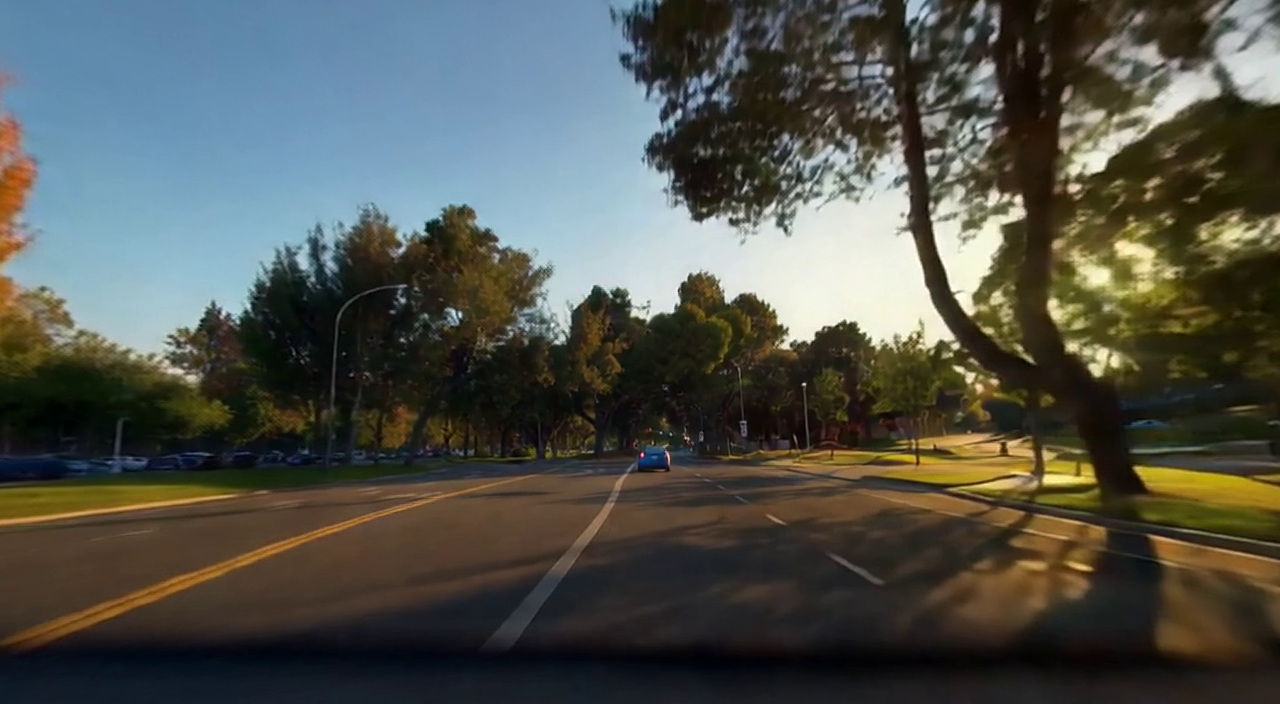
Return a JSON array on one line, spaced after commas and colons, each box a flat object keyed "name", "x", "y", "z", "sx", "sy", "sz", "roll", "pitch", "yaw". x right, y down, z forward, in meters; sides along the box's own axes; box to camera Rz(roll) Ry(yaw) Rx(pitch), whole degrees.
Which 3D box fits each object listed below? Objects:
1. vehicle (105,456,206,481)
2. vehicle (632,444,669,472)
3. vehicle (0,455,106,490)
[{"name": "vehicle", "x": -30.011, "y": 7.213, "z": 39.155, "sx": 4.617, "sy": 1.450, "sz": 1.968, "roll": -1, "pitch": -8, "yaw": 1}, {"name": "vehicle", "x": 0.573, "y": 6.079, "z": 36.452, "sx": 1.978, "sy": 1.499, "sz": 3.915, "roll": 0, "pitch": -8, "yaw": 0}, {"name": "vehicle", "x": -29.593, "y": 5.937, "z": 31.246, "sx": 4.389, "sy": 1.588, "sz": 2.048, "roll": -1, "pitch": -8, "yaw": 1}]
